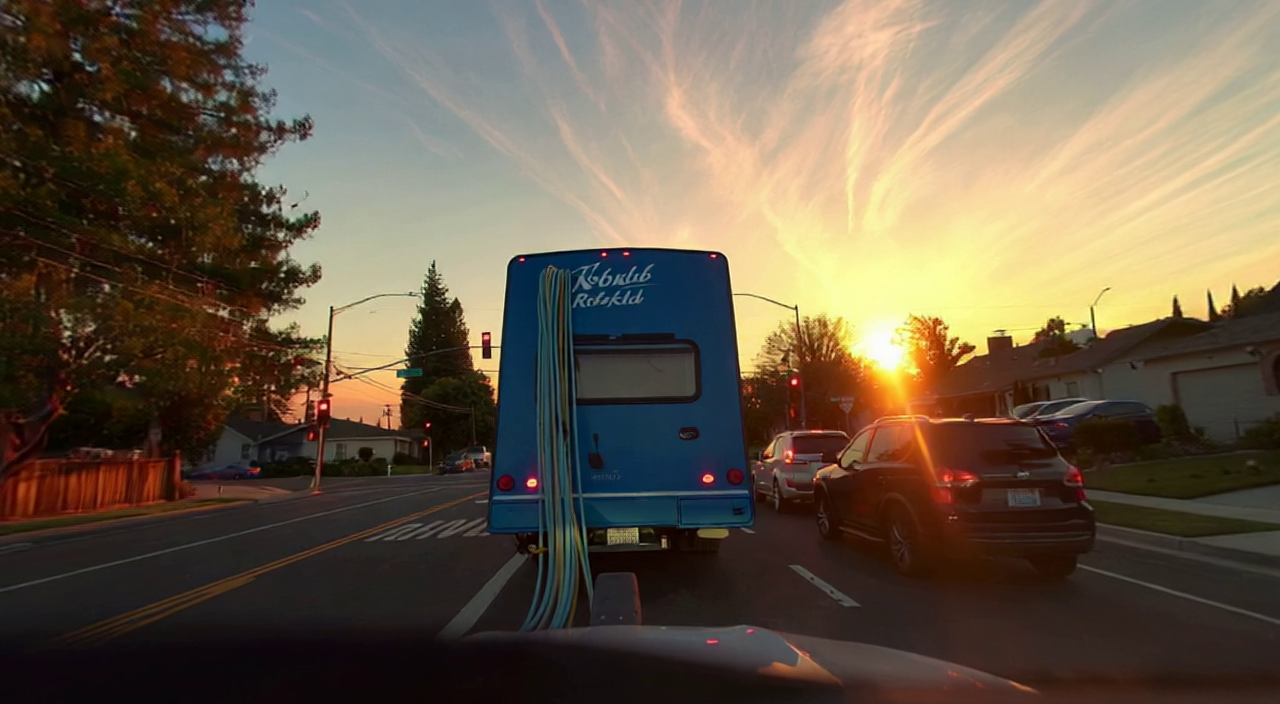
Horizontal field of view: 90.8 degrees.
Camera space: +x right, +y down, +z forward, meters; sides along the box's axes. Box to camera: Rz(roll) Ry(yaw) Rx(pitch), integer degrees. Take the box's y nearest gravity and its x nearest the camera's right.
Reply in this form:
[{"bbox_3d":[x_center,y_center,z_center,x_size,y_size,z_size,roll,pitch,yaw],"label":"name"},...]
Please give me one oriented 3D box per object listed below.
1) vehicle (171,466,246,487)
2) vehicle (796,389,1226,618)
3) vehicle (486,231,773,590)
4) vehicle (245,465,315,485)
[{"bbox_3d":[-32.693,9.405,47.958,4.311,1.458,1.707,0,-9,-3],"label":"vehicle"},{"bbox_3d":[3.404,1.491,7.121,2.104,1.735,4.408,0,-9,0],"label":"vehicle"},{"bbox_3d":[-0.100,1.109,10.273,2.709,3.511,8.213,0,-9,0],"label":"vehicle"},{"bbox_3d":[-27.403,9.357,48.145,4.187,1.445,1.809,0,-9,0],"label":"vehicle"}]
